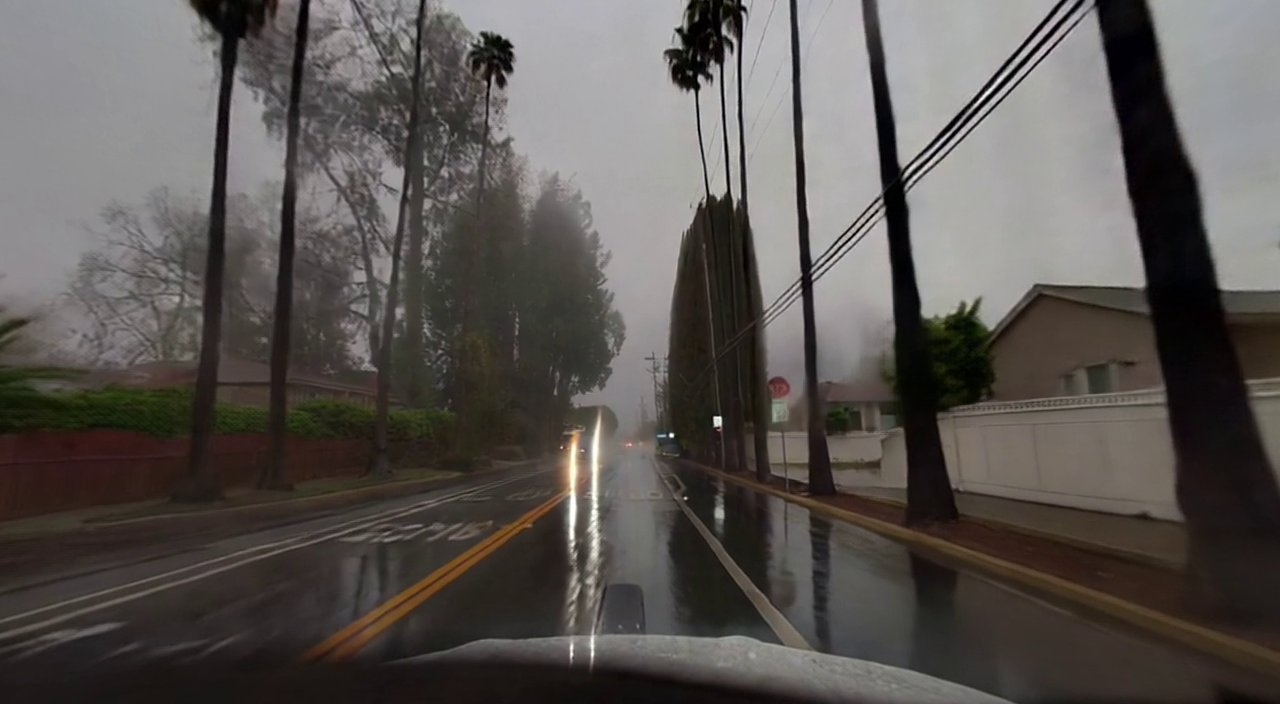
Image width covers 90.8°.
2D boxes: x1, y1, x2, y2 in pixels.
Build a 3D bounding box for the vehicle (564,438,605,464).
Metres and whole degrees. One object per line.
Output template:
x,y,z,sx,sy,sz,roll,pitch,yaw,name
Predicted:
-3.844,6.913,44.452,2.336,1.669,5.581,0,-8,0,vehicle
